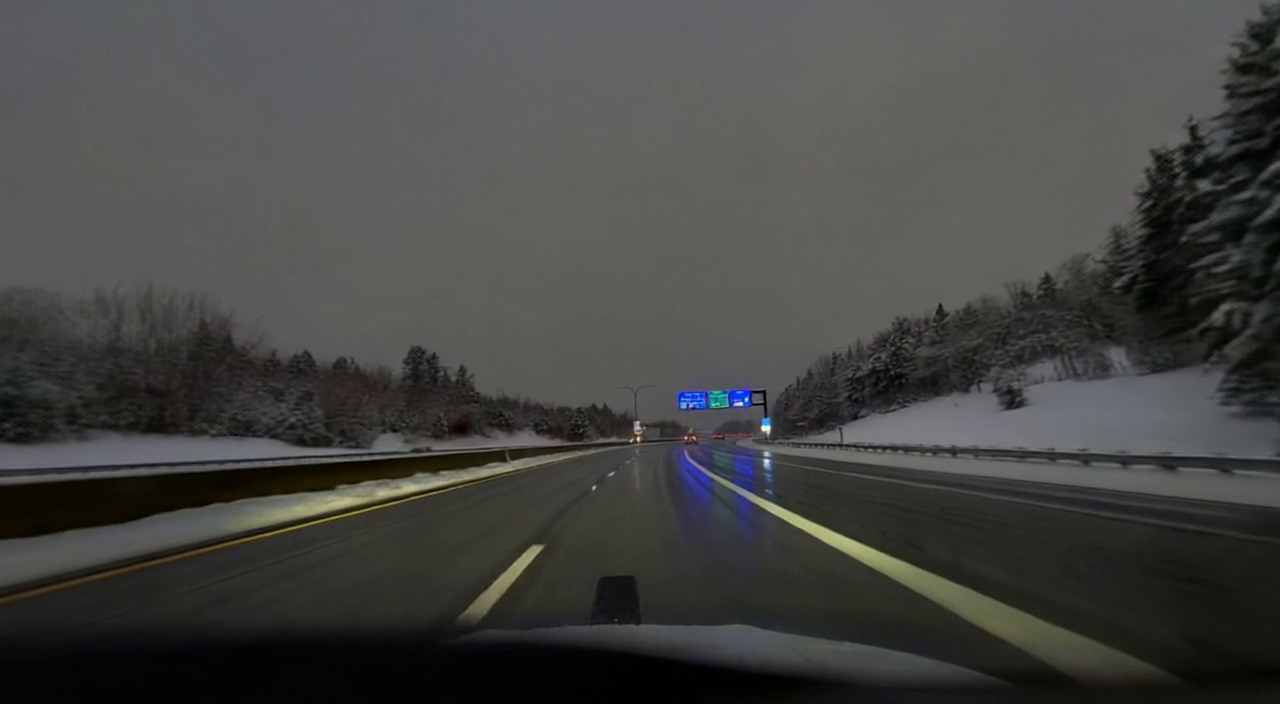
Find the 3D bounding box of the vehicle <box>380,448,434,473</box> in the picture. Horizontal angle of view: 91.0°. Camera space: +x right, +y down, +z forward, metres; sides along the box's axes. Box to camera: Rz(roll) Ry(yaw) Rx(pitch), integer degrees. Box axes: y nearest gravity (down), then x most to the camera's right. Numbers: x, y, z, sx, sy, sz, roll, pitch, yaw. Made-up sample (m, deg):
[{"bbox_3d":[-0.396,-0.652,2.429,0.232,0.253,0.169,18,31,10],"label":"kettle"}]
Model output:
[{"bbox_3d":[-14.747,6.873,40.049,1.938,1.469,3.725,-1,-8,2],"label":"vehicle"}]
